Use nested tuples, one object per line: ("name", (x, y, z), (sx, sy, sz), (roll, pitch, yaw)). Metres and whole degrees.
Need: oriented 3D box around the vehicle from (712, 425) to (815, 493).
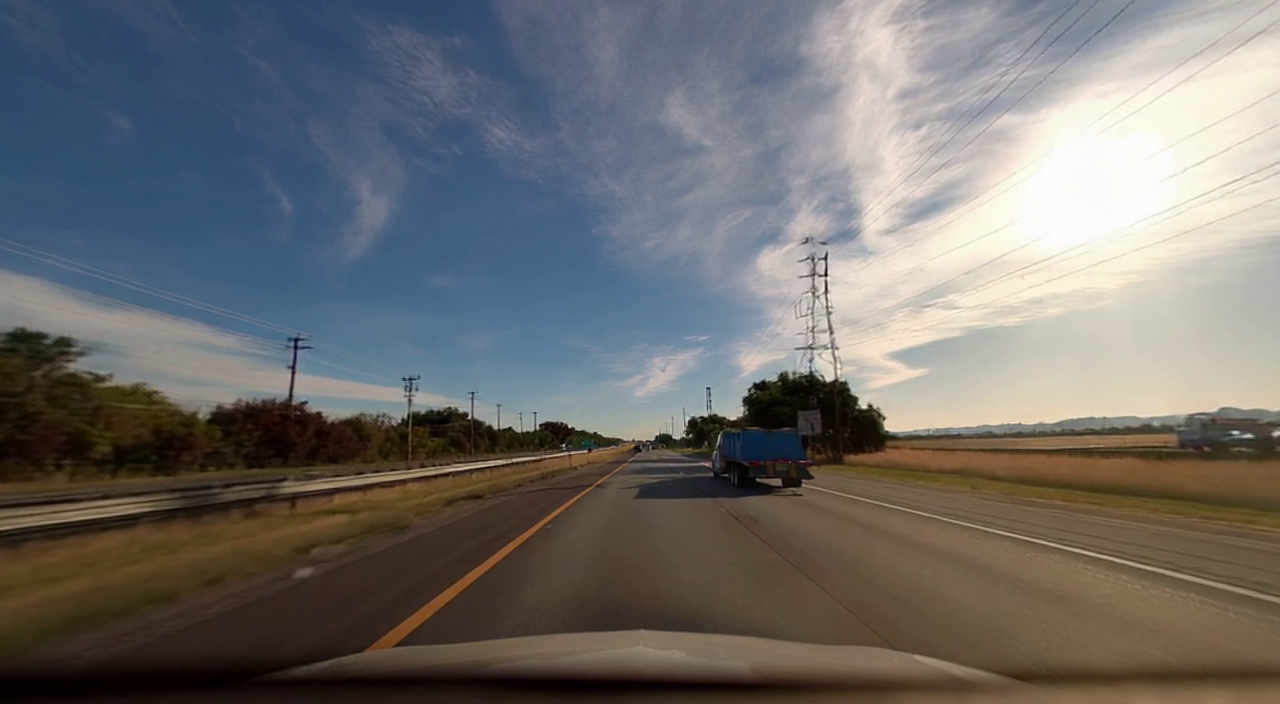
("vehicle", (3.762, 3.393, 20.289), (2.228, 1.852, 5.449), (0, -8, 0))
